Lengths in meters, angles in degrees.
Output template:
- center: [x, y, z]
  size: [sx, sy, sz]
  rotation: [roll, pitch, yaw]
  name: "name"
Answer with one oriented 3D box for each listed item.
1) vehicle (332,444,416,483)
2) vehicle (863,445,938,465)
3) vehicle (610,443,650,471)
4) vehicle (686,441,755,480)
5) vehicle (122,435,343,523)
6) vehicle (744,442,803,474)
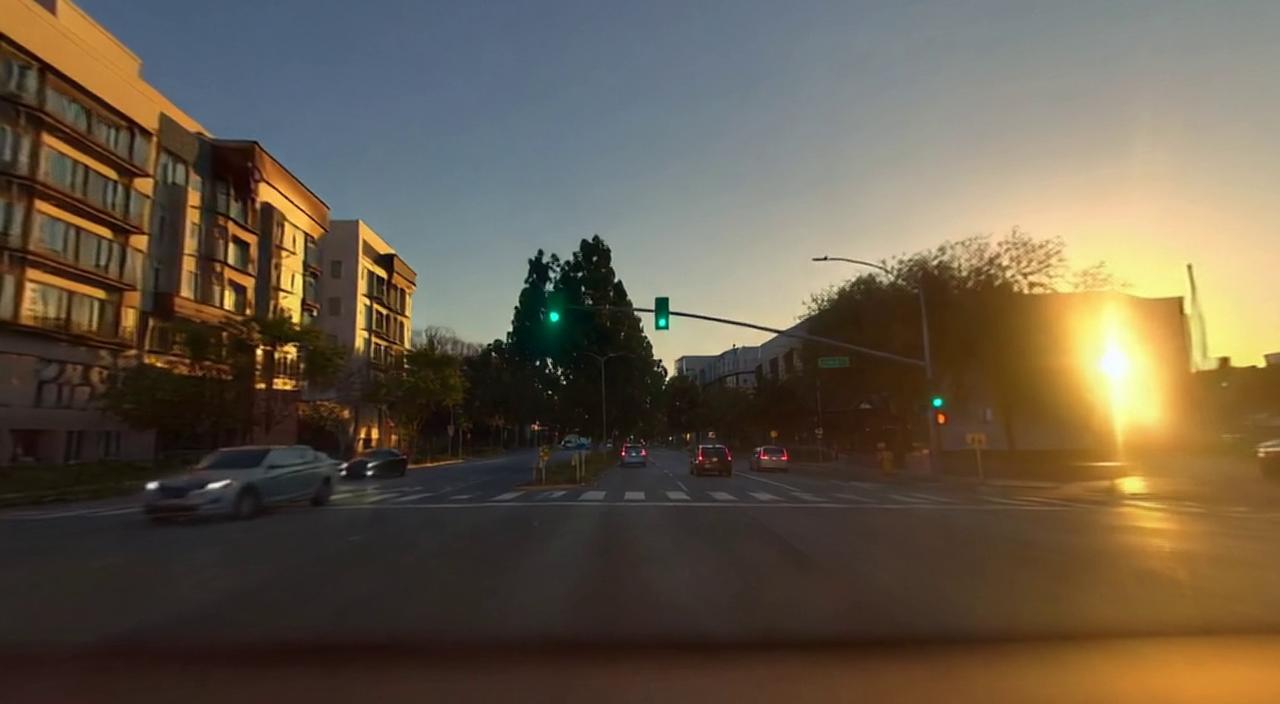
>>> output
- center: [-12.357, 5.177, 29.705]
  size: [2.004, 1.669, 4.487]
  rotation: [0, -8, 0]
  name: "vehicle"
- center: [19.449, 7.709, 47.299]
  size: [4.712, 1.460, 1.893]
  rotation: [0, -9, -3]
  name: "vehicle"
- center: [-0.549, 5.901, 35.825]
  size: [2.143, 1.480, 4.006]
  rotation: [0, -8, -1]
  name: "vehicle"
- center: [3.306, 4.556, 26.925]
  size: [2.226, 1.490, 4.593]
  rotation: [0, -8, -2]
  name: "vehicle"
- center: [-8.997, 2.807, 14.582]
  size: [2.160, 1.689, 4.451]
  rotation: [0, -8, -1]
  name: "vehicle"
- center: [6.643, 5.329, 31.977]
  size: [1.861, 1.473, 4.393]
  rotation: [0, -8, -2]
  name: "vehicle"
